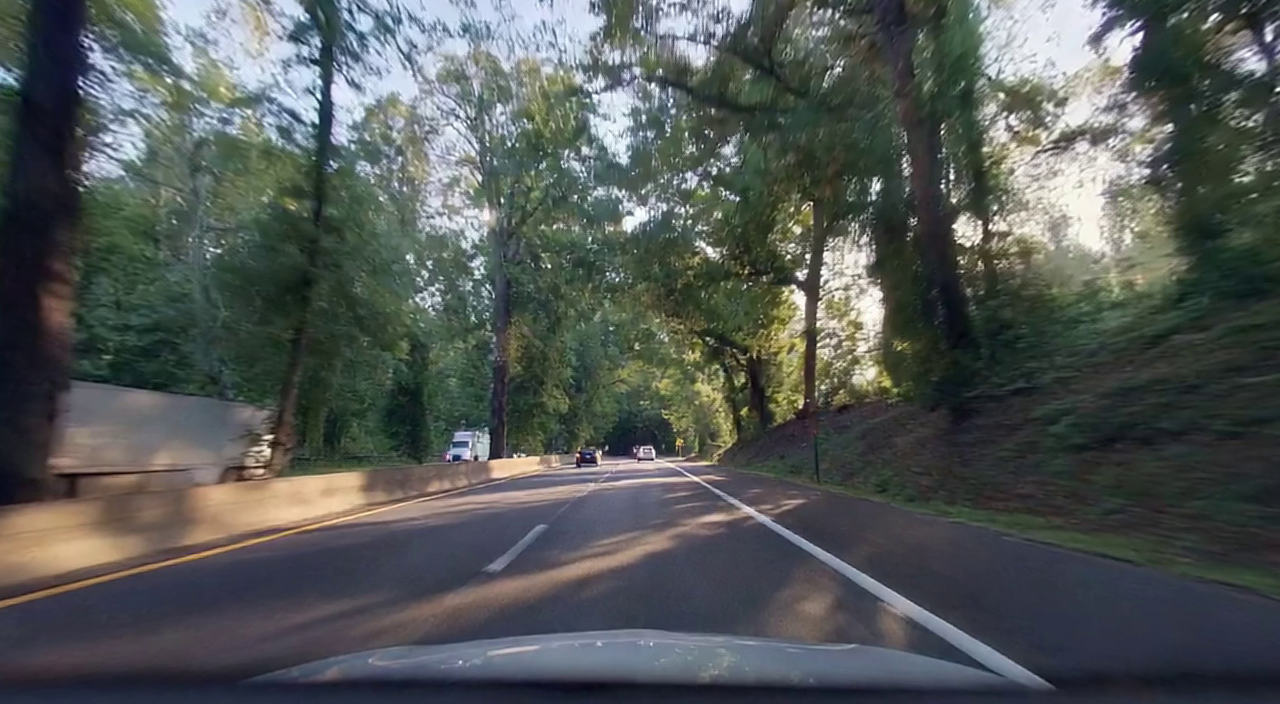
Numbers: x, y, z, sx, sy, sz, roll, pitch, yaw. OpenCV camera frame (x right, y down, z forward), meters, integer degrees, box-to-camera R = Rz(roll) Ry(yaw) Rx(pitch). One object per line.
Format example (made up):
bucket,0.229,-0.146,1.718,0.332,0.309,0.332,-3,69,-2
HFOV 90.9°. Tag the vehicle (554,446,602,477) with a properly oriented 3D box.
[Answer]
vehicle,-3.139,5.656,32.807,2.112,1.498,4.117,0,-9,0

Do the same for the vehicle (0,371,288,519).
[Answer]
vehicle,-18.902,3.610,24.105,2.834,4.025,13.898,0,-9,0

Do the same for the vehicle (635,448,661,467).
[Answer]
vehicle,0.594,8.309,49.591,1.989,1.402,3.831,0,-9,-1
